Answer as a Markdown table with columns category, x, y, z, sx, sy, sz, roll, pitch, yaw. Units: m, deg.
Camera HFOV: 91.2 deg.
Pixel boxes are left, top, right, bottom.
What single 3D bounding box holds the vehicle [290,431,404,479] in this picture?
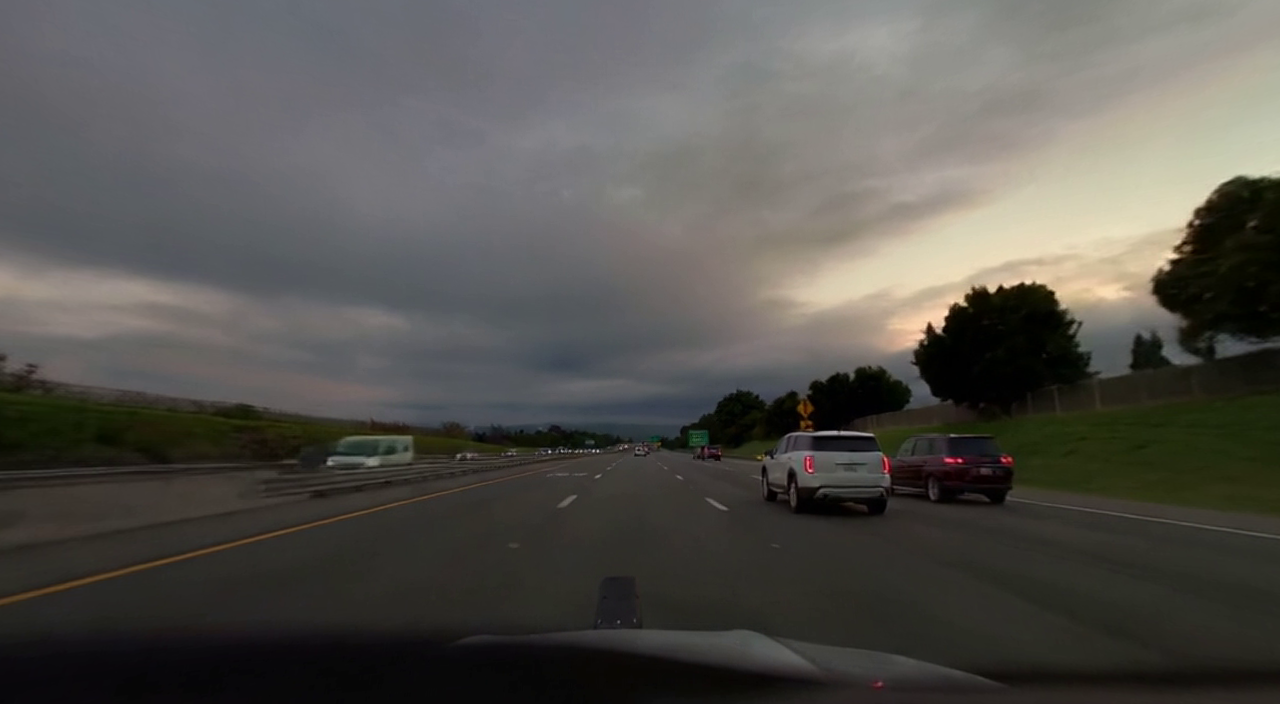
| category | x | y | z | sx | sy | sz | roll | pitch | yaw |
| --- | --- | --- | --- | --- | --- | --- | --- | --- | --- |
| vehicle | -10.763 | 3.845 | 23.488 | 2.089 | 1.602 | 4.561 | 0 | -9 | 0 |

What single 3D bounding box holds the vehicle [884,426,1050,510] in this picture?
| category | x | y | z | sx | sy | sz | roll | pitch | yaw |
| --- | --- | --- | --- | --- | --- | --- | --- | --- | --- |
| vehicle | 7.853 | 2.817 | 15.534 | 1.898 | 1.798 | 3.805 | 0 | -9 | -2 |

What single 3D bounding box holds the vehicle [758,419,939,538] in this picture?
| category | x | y | z | sx | sy | sz | roll | pitch | yaw |
| --- | --- | --- | --- | --- | --- | --- | --- | --- | --- |
| vehicle | 3.492 | 2.201 | 11.427 | 1.784 | 1.733 | 4.141 | 0 | -9 | -1 |
